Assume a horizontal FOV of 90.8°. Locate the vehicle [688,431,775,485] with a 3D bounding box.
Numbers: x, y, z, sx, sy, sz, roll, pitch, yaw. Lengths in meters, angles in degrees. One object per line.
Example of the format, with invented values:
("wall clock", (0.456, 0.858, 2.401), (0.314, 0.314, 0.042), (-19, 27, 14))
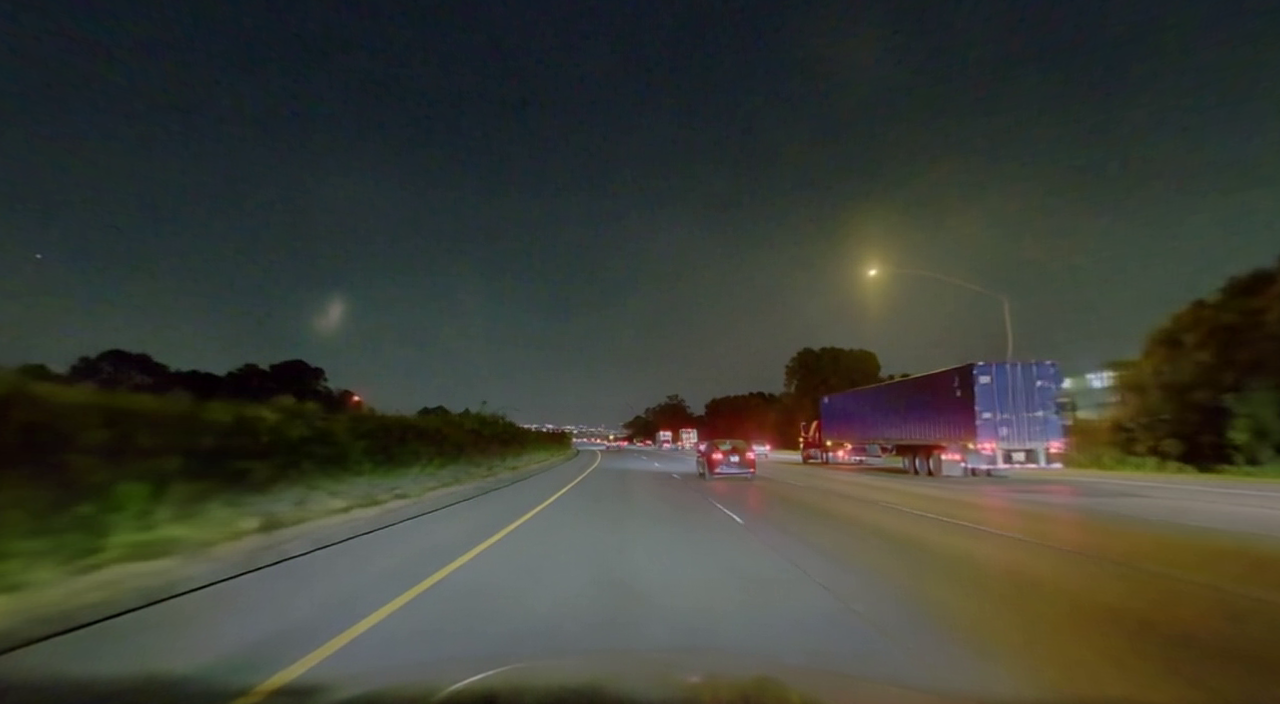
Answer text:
("vehicle", (3.177, 3.806, 23.041), (2.305, 1.729, 4.526), (0, -8, -2))
